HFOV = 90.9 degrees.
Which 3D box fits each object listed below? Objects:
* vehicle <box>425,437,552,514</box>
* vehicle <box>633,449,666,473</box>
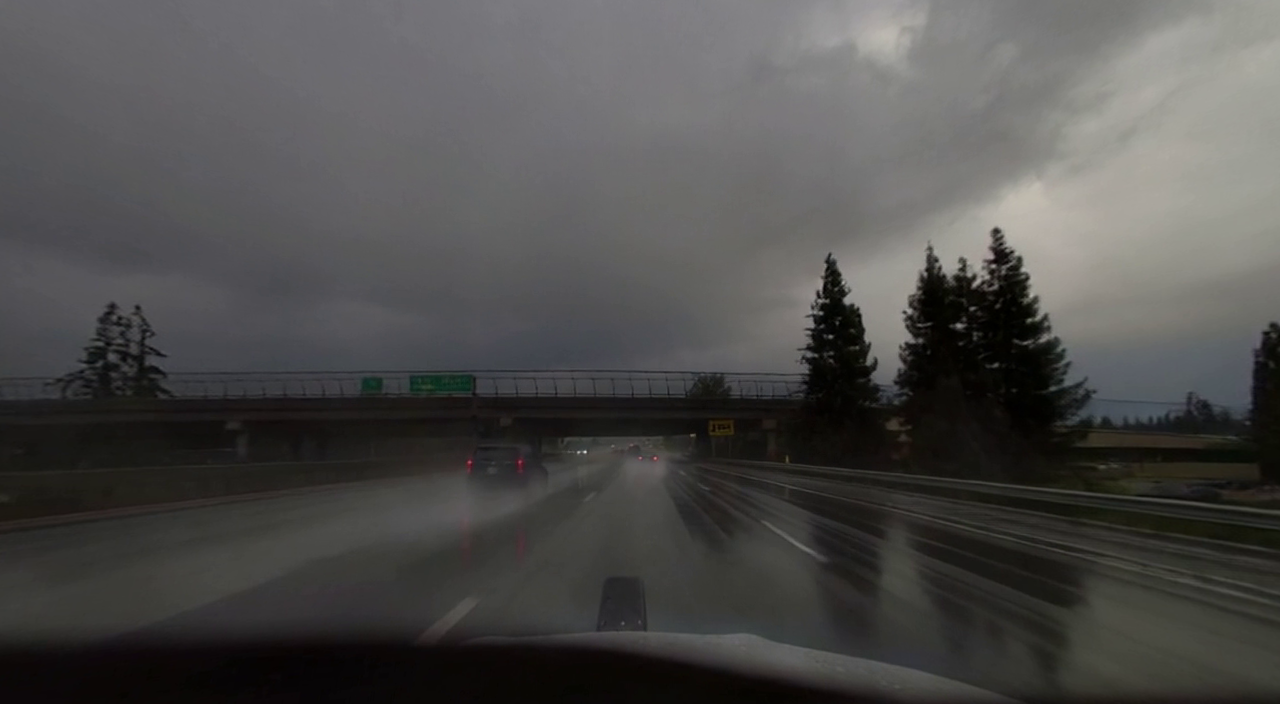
[{"bbox_3d":[-3.629,3.050,16.042,2.055,1.665,4.373,0,-9,1],"label":"vehicle"},{"bbox_3d":[0.645,7.463,43.425,2.113,1.537,4.208,0,-9,1],"label":"vehicle"}]
